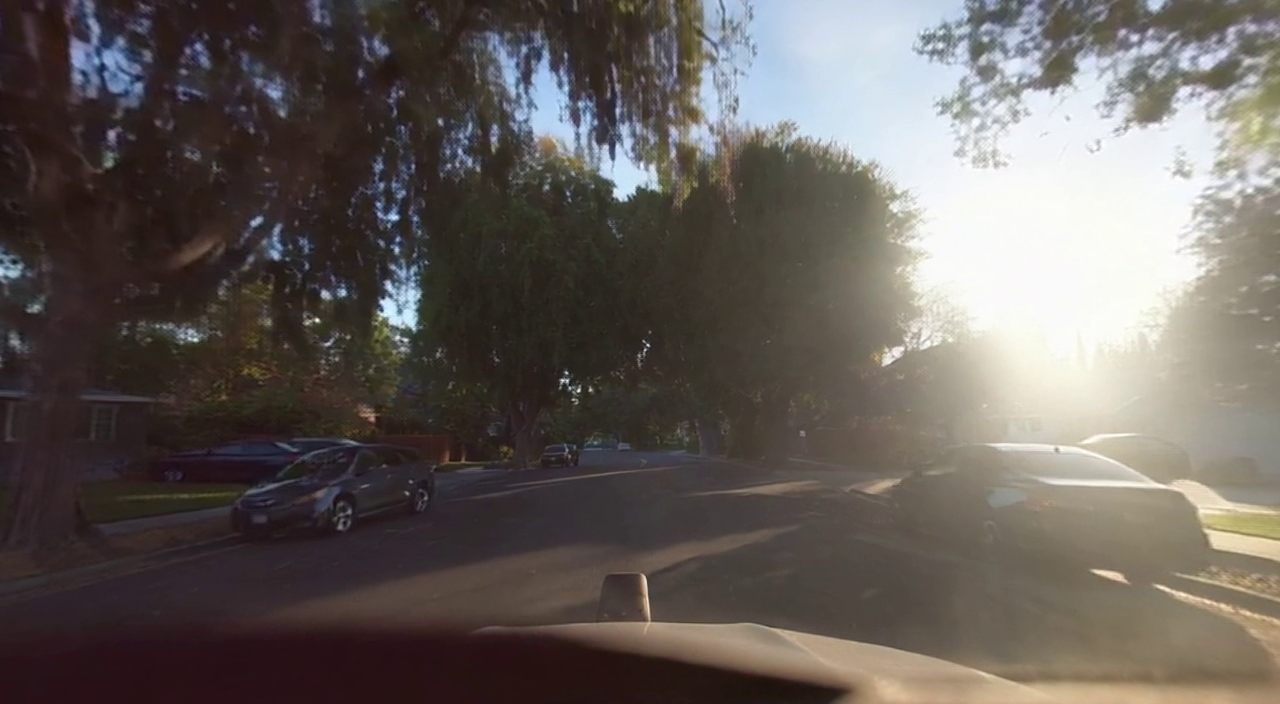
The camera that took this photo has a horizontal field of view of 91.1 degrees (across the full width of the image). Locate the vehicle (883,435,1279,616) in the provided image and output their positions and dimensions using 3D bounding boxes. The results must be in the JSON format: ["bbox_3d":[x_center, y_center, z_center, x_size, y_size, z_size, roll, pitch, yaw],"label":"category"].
[{"bbox_3d":[4.624,1.732,7.546,1.931,1.395,4.793,1,-8,6],"label":"vehicle"}]

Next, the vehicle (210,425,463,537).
[{"bbox_3d":[-5.098,2.300,11.467,1.943,1.433,4.717,-6,-11,5],"label":"vehicle"}]
